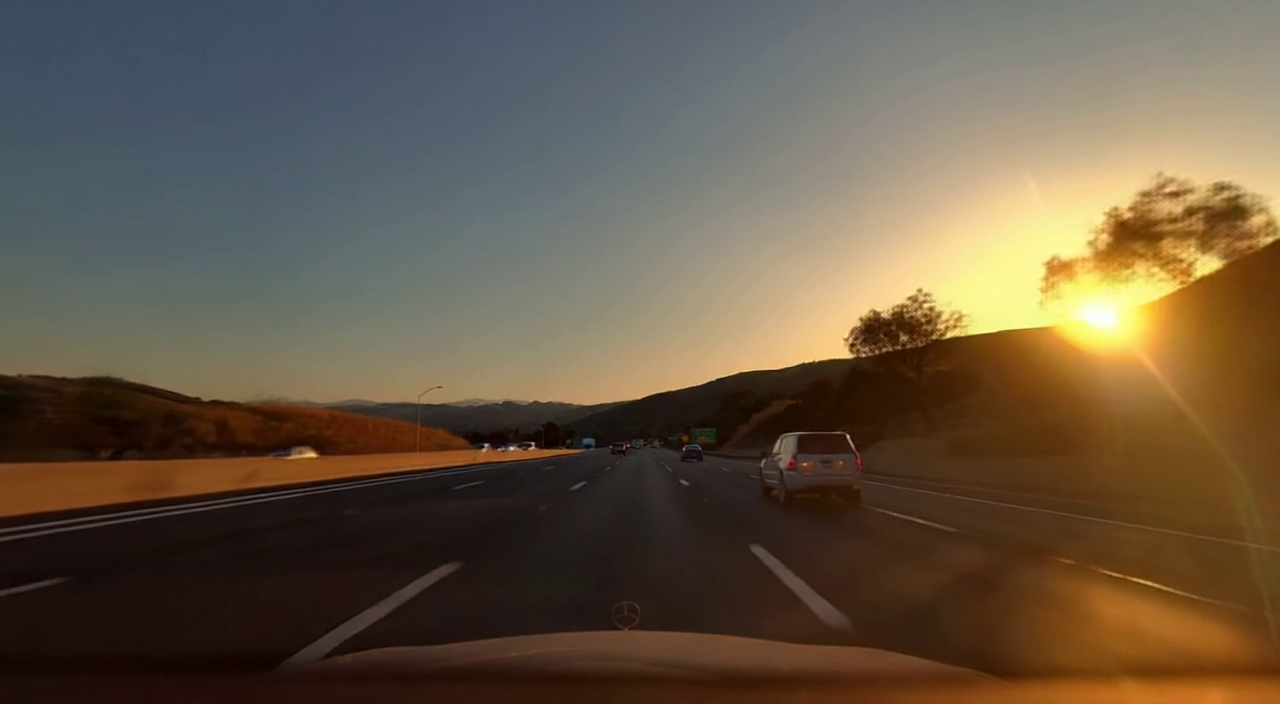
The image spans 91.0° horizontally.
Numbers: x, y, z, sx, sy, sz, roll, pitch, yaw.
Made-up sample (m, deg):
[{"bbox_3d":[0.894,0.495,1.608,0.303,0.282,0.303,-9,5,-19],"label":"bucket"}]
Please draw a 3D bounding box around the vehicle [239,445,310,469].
[{"bbox_3d":[-24.420,7.033,42.309,1.863,1.467,4.674,0,-9,2],"label":"vehicle"}]

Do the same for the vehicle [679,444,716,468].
[{"bbox_3d":[3.715,6.824,41.432,2.047,1.501,4.237,0,-9,0],"label":"vehicle"}]

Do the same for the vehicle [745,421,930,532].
[{"bbox_3d":[3.373,2.224,11.751,2.095,1.668,4.135,0,-9,0],"label":"vehicle"}]
